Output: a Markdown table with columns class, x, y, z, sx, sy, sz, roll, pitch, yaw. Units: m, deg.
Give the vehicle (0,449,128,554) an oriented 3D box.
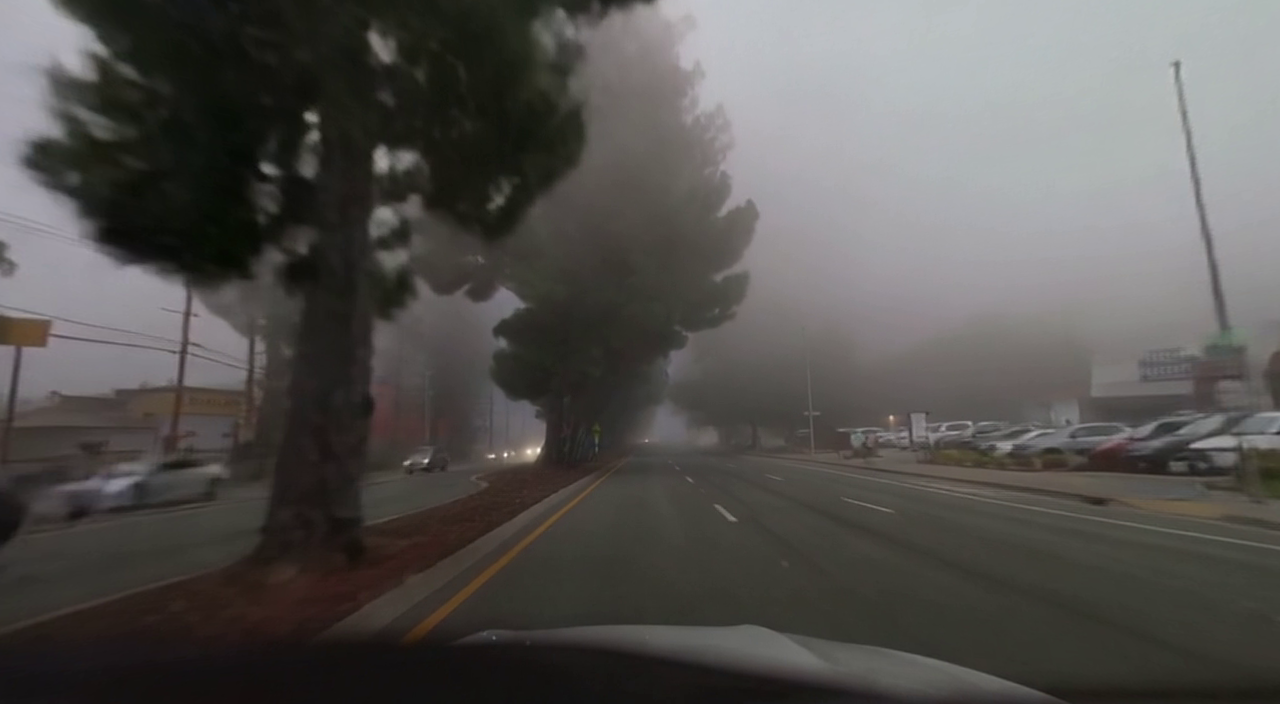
| class | x | y | z | sx | sy | sz | roll | pitch | yaw |
| --- | --- | --- | --- | --- | --- | --- | --- | --- | --- |
| vehicle | -10.023 | 2.083 | 8.687 | 1.942 | 1.468 | 4.708 | 0 | -9 | 1 |
